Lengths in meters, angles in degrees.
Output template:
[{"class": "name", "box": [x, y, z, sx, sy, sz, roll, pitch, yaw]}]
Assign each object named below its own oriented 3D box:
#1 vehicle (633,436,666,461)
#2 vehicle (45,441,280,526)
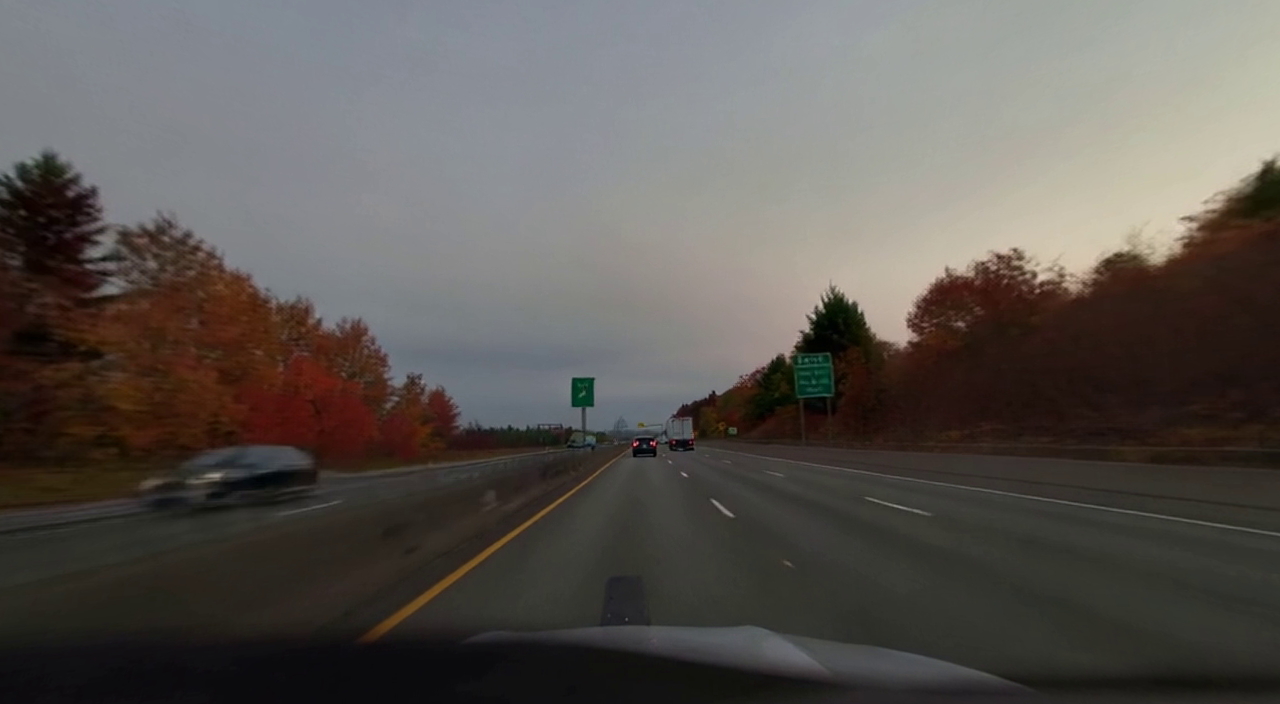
[{"class": "vehicle", "box": [0.600, 5.948, 38.853, 1.924, 1.498, 3.817, 0, -8, 2]}, {"class": "vehicle", "box": [-9.779, 2.658, 13.382, 1.887, 1.520, 3.936, 0, -8, 0]}]
